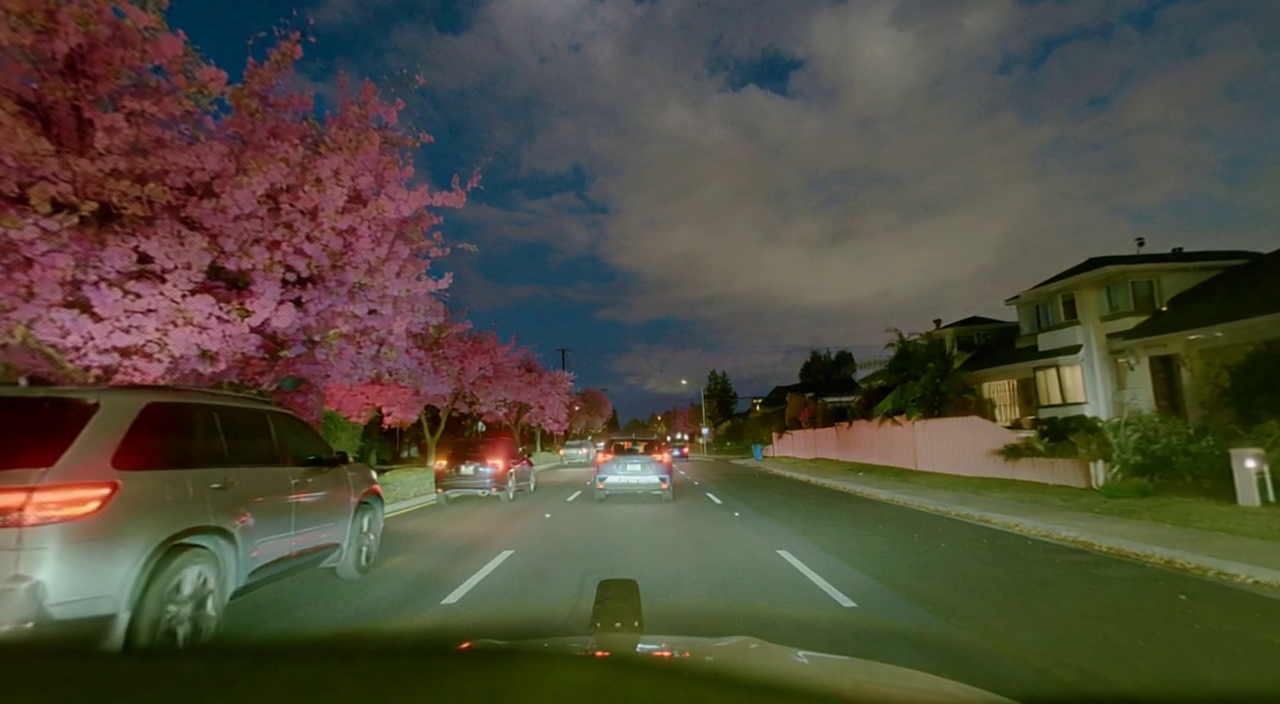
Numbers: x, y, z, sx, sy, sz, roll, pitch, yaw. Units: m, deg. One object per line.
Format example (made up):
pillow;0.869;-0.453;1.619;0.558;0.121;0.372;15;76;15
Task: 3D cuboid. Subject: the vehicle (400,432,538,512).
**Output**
vehicle;-3.715;2.681;14.540;2.066;1.565;3.905;0;-8;0

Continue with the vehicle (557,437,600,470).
vehicle;-3.535;5.938;37.276;2.080;1.780;4.879;0;-8;-1

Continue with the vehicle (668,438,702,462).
vehicle;3.352;7.447;47.993;2.161;1.686;4.196;0;-8;-1

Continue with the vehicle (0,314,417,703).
vehicle;-3.663;1.131;4.978;2.161;1.919;4.798;0;-8;-2

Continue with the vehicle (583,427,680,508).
vehicle;-0.191;2.660;14.914;1.997;1.636;3.760;0;-8;0
